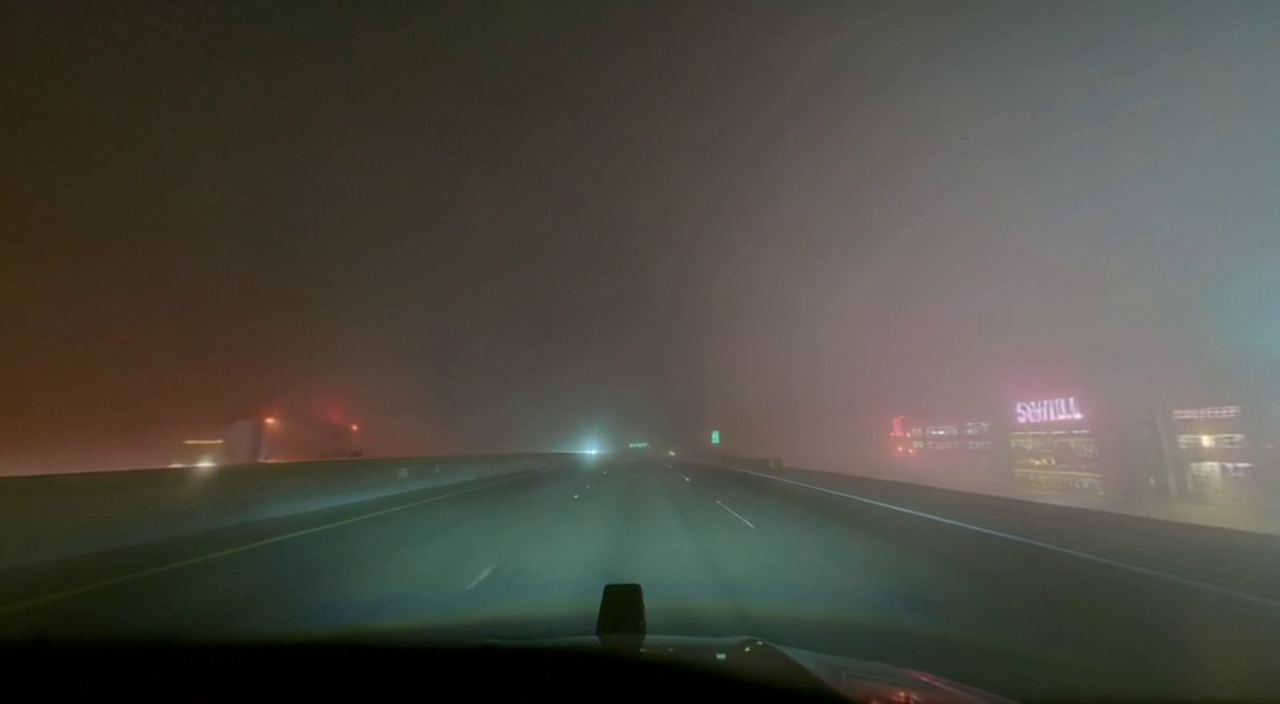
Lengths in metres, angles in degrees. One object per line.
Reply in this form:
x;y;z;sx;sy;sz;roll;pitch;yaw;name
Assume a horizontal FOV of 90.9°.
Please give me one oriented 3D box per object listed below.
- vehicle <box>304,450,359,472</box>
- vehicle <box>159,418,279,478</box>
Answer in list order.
-23.258;8.202;47.714;1.858;1.479;4.491;0;-8;1;vehicle
-30.897;7.085;46.909;3.024;4.022;8.318;0;-8;0;vehicle
